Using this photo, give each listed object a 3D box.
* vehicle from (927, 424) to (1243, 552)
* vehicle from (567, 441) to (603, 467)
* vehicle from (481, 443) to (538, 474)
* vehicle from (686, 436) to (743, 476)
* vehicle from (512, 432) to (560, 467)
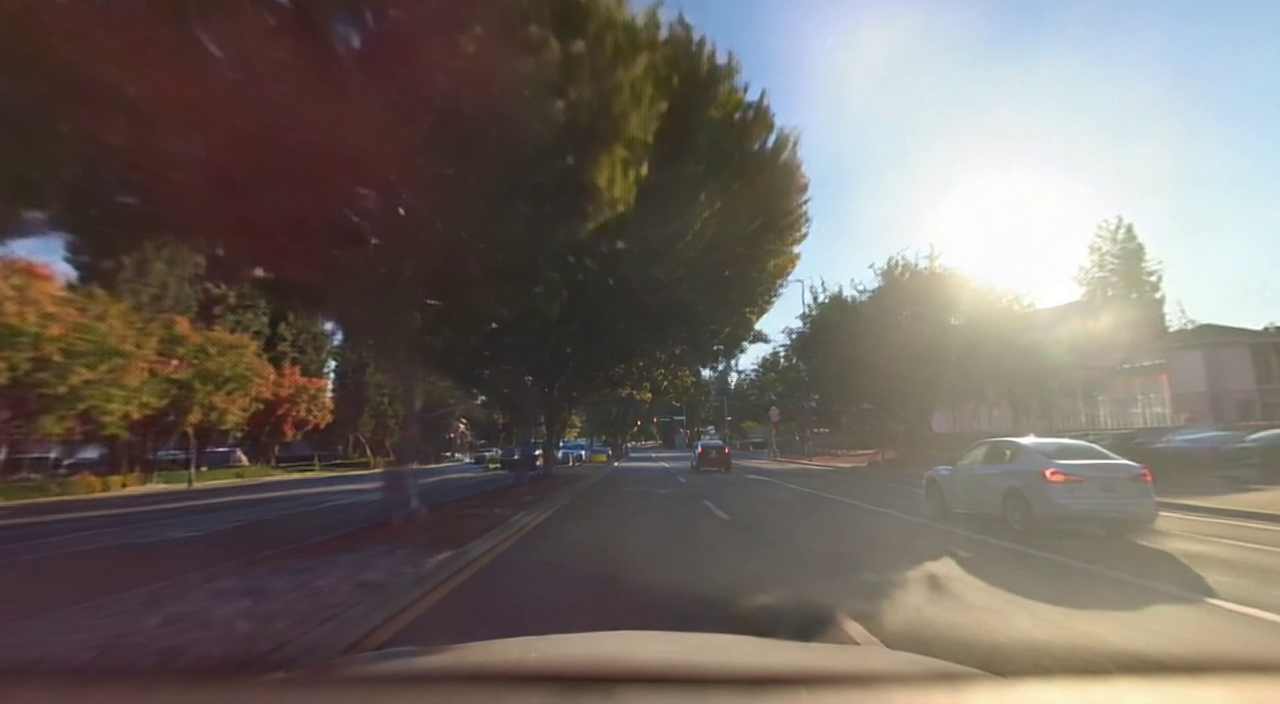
[{"bbox_3d":[6.725,2.068,10.324,2.000,1.618,4.238,0,-9,-1],"label":"vehicle"},{"bbox_3d":[-3.559,6.723,41.664,1.948,1.595,4.256,-1,-8,0],"label":"vehicle"},{"bbox_3d":[-6.638,5.451,32.544,1.970,1.483,4.269,-1,-8,0],"label":"vehicle"},{"bbox_3d":[3.495,4.992,30.593,2.095,1.759,4.862,0,-9,-1],"label":"vehicle"},{"bbox_3d":[-6.678,6.368,41.279,2.141,2.111,5.940,-1,-9,0],"label":"vehicle"}]
